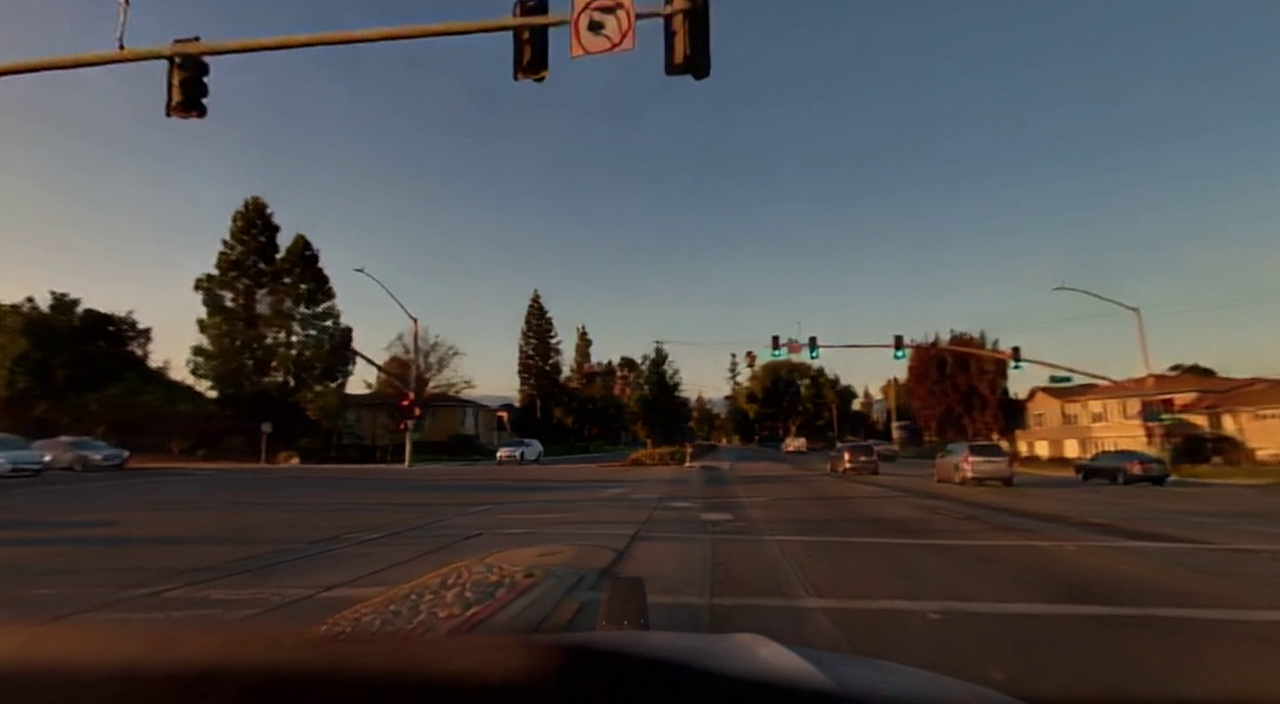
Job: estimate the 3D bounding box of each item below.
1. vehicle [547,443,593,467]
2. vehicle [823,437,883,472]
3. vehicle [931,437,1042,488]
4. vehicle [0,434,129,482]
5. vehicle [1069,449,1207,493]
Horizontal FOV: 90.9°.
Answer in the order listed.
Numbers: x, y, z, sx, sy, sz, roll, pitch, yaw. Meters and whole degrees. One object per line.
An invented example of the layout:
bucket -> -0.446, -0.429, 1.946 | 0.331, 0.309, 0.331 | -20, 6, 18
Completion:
vehicle -> -4.685, 7.015, 42.889 | 2.039, 1.519, 4.356 | -2, -9, 8
vehicle -> 11.854, 5.744, 35.444 | 2.239, 1.812, 4.812 | -1, -9, 7
vehicle -> 13.397, 4.289, 24.785 | 2.120, 1.767, 4.856 | -2, -9, 8
vehicle -> -23.937, 4.255, 25.439 | 4.911, 1.801, 2.129 | -1, -9, 7
vehicle -> 20.632, 4.914, 26.482 | 2.053, 1.589, 5.137 | -1, -9, 7
